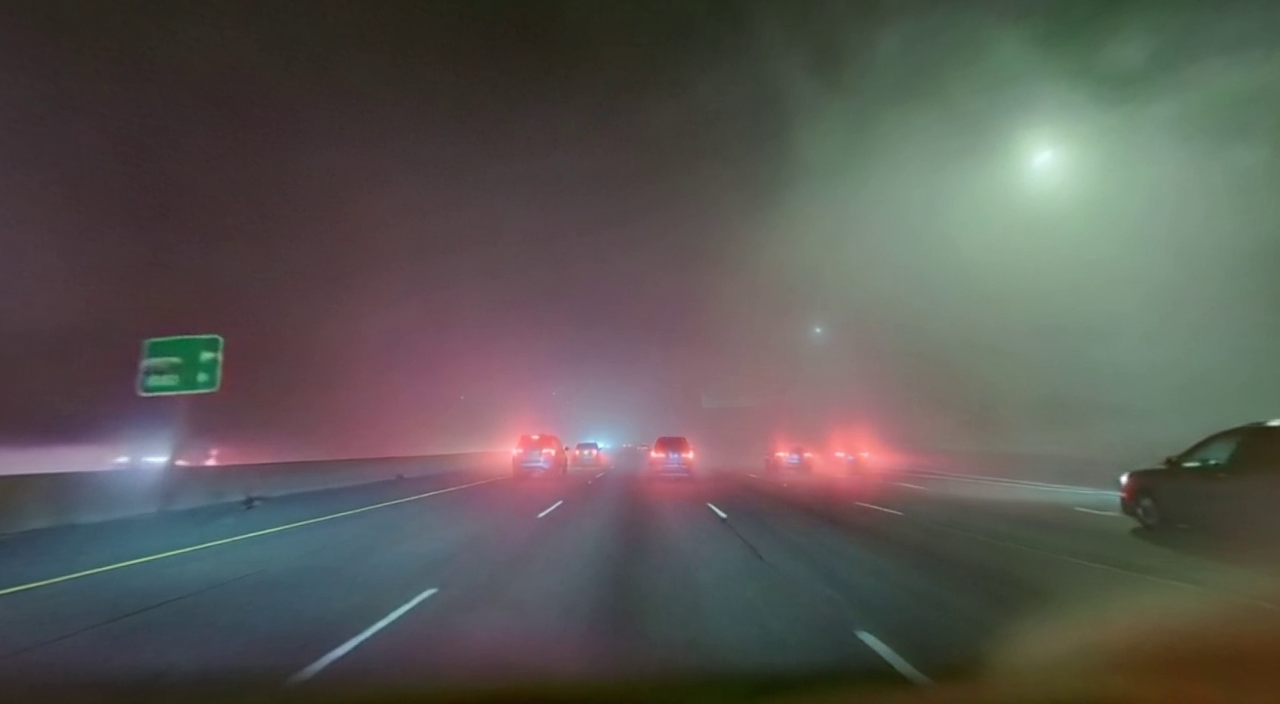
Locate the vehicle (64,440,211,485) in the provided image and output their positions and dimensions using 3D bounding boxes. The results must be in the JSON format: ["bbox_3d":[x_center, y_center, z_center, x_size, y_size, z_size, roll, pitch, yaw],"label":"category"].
[{"bbox_3d":[-21.043,4.613,26.710,2.104,1.702,4.818,0,-9,2],"label":"vehicle"}]

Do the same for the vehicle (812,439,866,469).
[{"bbox_3d":[12.445,6.422,39.712,2.010,1.765,4.375,0,-9,1],"label":"vehicle"}]

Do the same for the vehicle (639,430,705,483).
[{"bbox_3d":[1.154,3.791,23.032,2.181,1.728,3.970,0,-9,2],"label":"vehicle"}]

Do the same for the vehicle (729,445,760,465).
[{"bbox_3d":[8.118,8.026,49.224,1.815,1.479,3.892,0,-9,0],"label":"vehicle"}]

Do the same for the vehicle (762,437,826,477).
[{"bbox_3d":[7.016,4.823,29.142,2.022,1.682,4.226,0,-9,2],"label":"vehicle"}]

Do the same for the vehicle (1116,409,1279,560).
[{"bbox_3d":[7.718,1.433,6.836,1.989,1.569,3.964,0,-9,1],"label":"vehicle"}]

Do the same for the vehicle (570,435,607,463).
[{"bbox_3d":[-3.942,7.565,49.269,2.317,2.049,5.746,0,-9,1],"label":"vehicle"}]

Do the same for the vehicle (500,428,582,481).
[{"bbox_3d":[-3.639,3.911,24.210,2.199,1.777,4.790,0,-9,2],"label":"vehicle"}]
